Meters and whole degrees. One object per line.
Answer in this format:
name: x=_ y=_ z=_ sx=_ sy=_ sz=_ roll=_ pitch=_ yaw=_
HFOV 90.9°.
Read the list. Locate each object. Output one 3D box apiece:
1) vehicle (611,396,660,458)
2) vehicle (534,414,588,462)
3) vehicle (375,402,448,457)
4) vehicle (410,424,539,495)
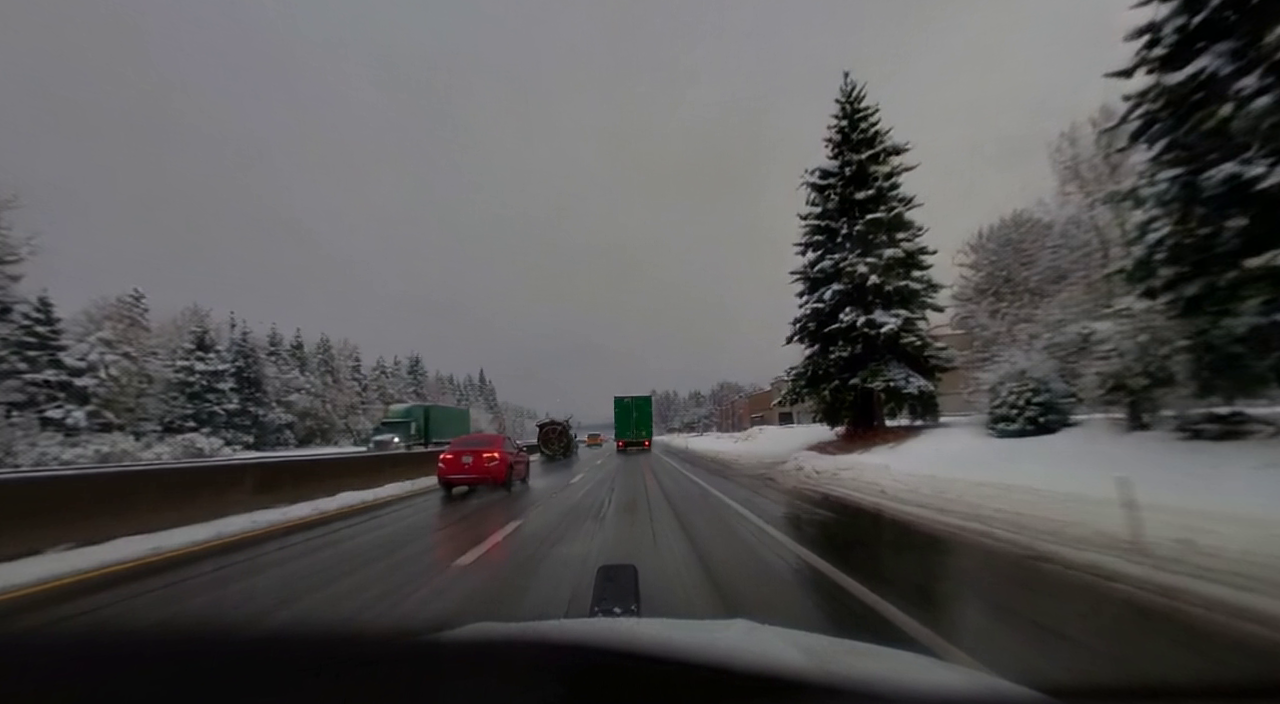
vehicle: x=-0.462 y=5.624 z=46.696 sx=3.259 sy=4.066 sz=9.891 roll=0 pitch=-8 yaw=-2
vehicle: x=-4.848 y=5.467 z=40.059 sx=2.717 sy=2.714 sz=6.997 roll=0 pitch=-8 yaw=-1
vehicle: x=-17.122 y=5.907 z=47.691 sx=3.295 sy=3.920 sz=5.858 roll=0 pitch=-8 yaw=-1
vehicle: x=-4.175 y=2.786 z=16.886 sx=2.005 sy=1.602 sz=5.131 roll=0 pitch=-8 yaw=1
